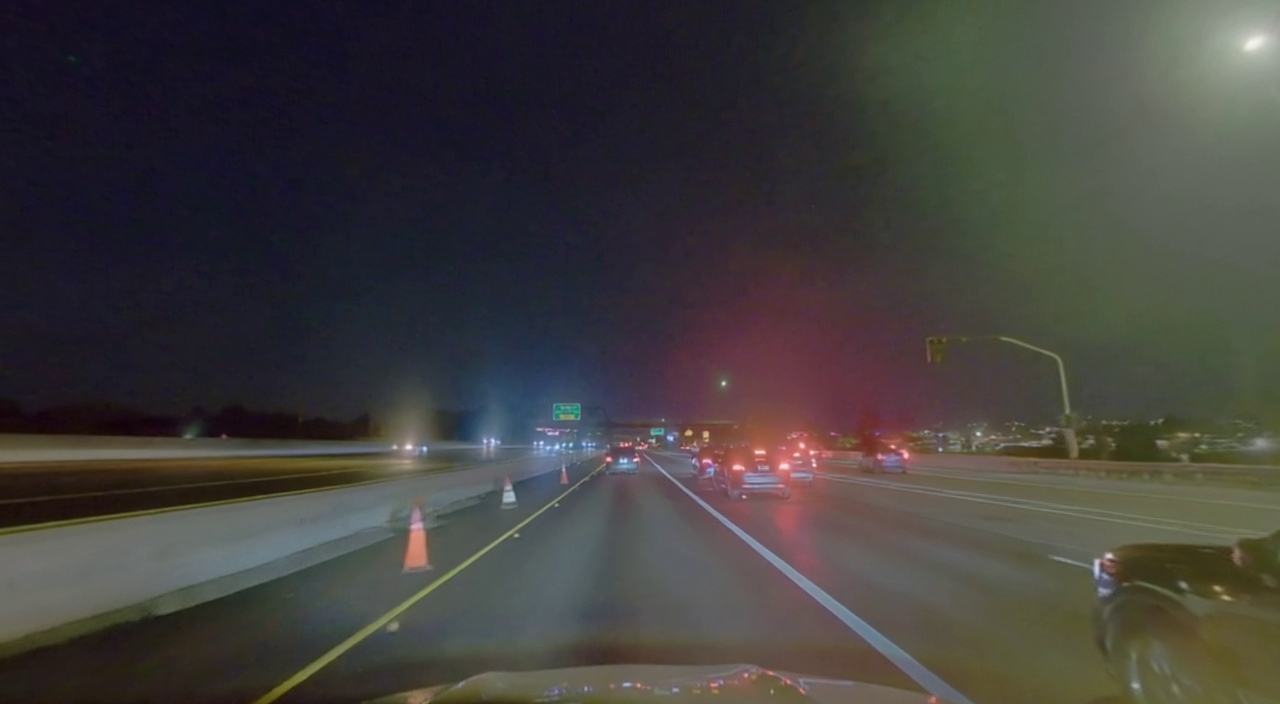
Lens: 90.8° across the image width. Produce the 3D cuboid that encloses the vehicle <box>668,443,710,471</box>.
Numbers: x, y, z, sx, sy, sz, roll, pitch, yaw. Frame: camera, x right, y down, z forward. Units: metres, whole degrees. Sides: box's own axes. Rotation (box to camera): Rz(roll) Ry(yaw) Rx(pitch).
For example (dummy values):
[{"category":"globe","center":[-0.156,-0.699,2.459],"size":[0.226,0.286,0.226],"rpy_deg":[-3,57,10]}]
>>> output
[{"category":"vehicle","center":[2.741,6.038,36.556],"size":[1.916,1.487,4.117],"rpy_deg":[0,-9,-3]}]

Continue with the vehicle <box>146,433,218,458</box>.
[{"category":"vehicle","center":[-32.199,6.592,44.583],"size":[1.865,1.651,4.323],"rpy_deg":[0,-9,-1]}]

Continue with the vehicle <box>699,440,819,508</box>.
[{"category":"vehicle","center":[2.795,2.979,15.975],"size":[2.042,1.460,4.451],"rpy_deg":[0,-9,-2]}]

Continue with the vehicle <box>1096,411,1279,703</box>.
[{"category":"vehicle","center":[3.307,0.748,0.948],"size":[1.996,1.455,4.281],"rpy_deg":[0,-9,-1]}]

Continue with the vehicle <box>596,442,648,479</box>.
[{"category":"vehicle","center":[-0.751,4.671,27.387],"size":[2.069,1.470,4.004],"rpy_deg":[0,-9,-1]}]
